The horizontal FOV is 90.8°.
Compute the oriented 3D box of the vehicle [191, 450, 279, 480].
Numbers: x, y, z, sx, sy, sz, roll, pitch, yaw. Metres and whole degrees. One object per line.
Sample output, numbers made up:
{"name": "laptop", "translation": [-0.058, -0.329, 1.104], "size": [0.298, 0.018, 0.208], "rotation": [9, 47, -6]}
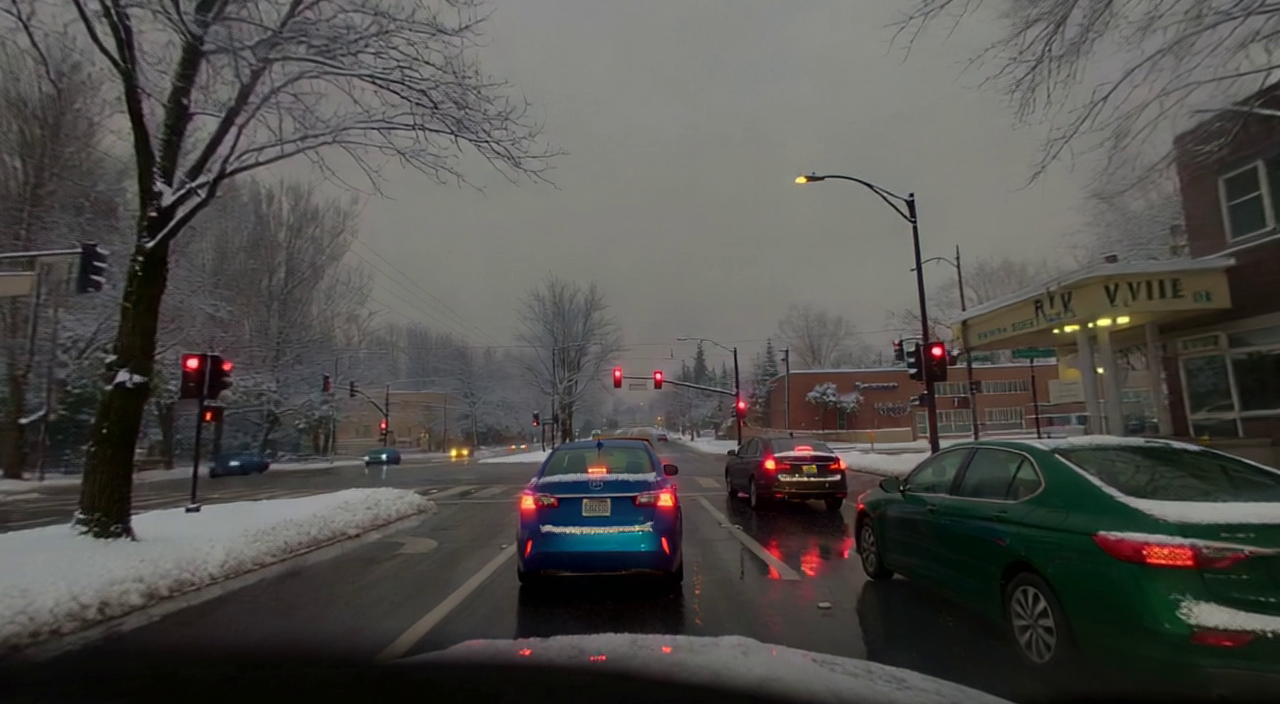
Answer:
{"name": "vehicle", "translation": [-22.003, 6.117, 34.525], "size": [1.863, 1.496, 4.389], "rotation": [0, -8, 0]}

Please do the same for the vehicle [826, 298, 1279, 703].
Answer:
{"name": "vehicle", "translation": [3.571, 1.105, 5.053], "size": [2.572, 1.945, 5.065], "rotation": [0, -8, 0]}

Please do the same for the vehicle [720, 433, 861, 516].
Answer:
{"name": "vehicle", "translation": [3.145, 2.665, 14.308], "size": [2.026, 1.549, 4.559], "rotation": [0, -8, -1]}

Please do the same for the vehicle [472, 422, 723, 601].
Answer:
{"name": "vehicle", "translation": [-0.383, 1.653, 7.403], "size": [2.143, 1.520, 3.848], "rotation": [0, -8, -1]}
